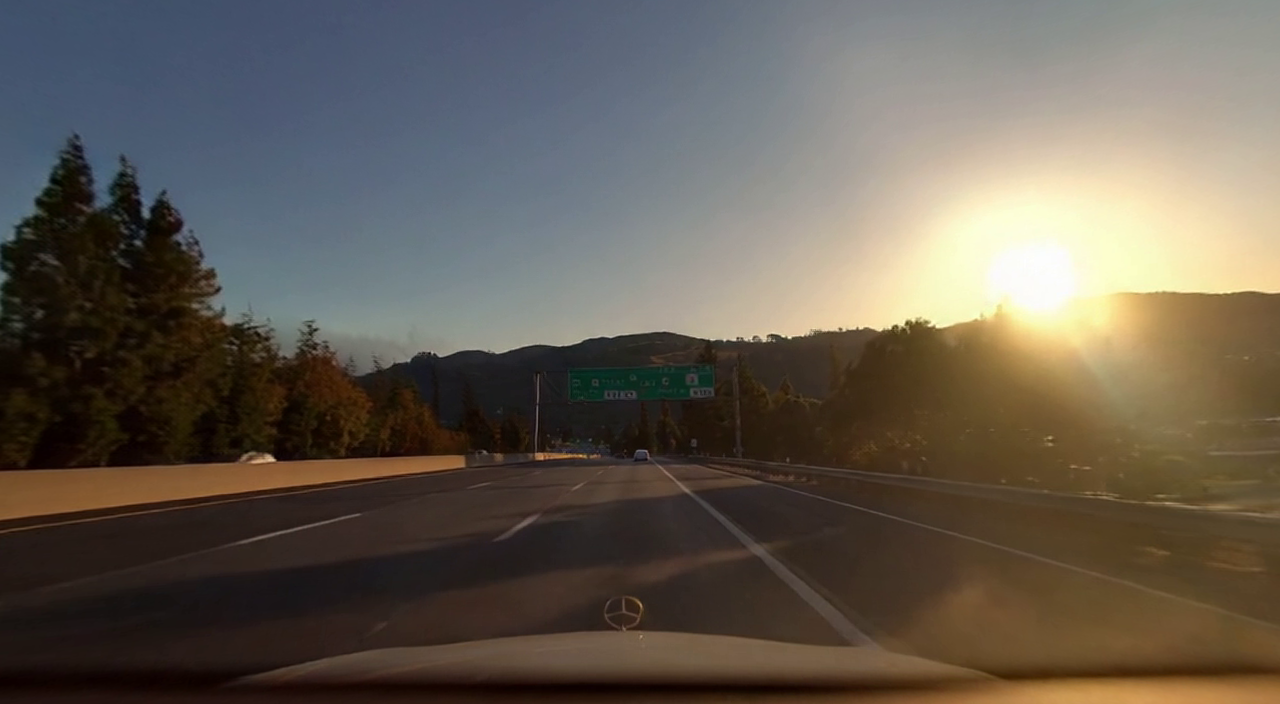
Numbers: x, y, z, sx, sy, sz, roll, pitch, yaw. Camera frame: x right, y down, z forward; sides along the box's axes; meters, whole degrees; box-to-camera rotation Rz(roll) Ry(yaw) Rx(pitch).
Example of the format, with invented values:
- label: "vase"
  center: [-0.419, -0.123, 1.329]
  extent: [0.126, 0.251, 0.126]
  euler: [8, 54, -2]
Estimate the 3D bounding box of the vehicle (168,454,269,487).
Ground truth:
- label: "vehicle"
  center: [-21.186, 5.957, 32.021]
  extent: [1.829, 1.493, 4.662]
  euler: [0, -9, 1]
